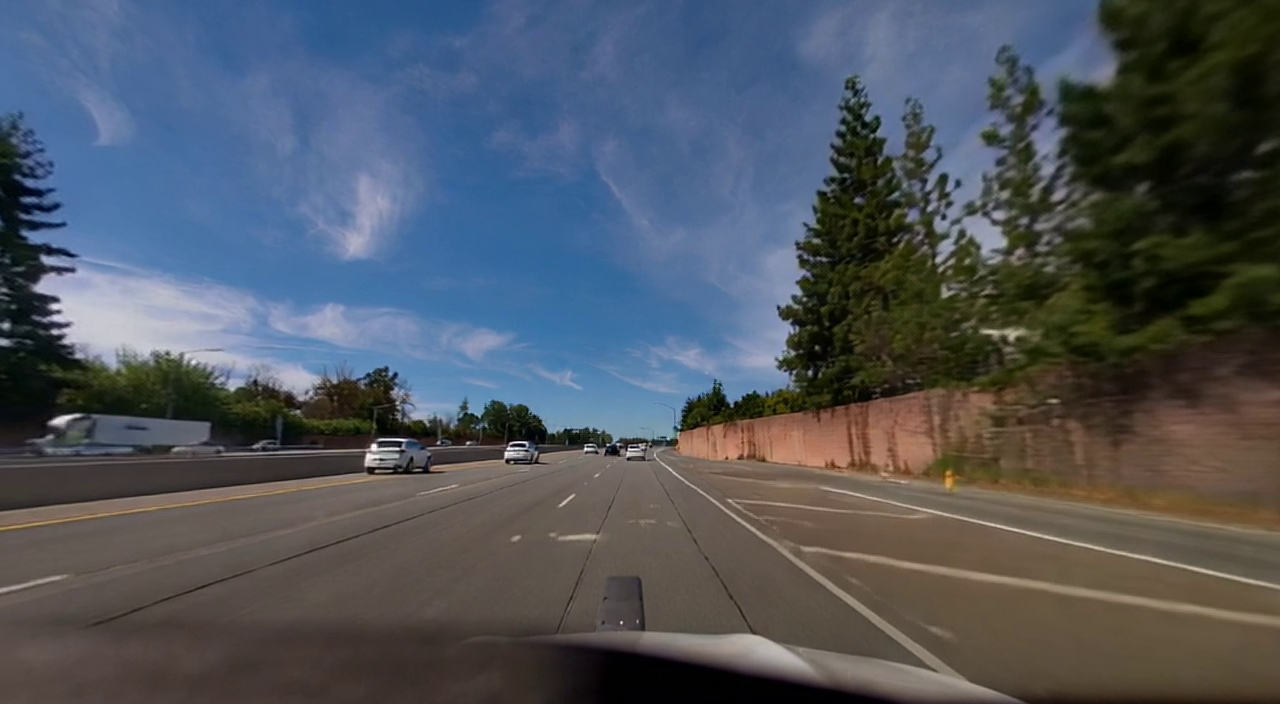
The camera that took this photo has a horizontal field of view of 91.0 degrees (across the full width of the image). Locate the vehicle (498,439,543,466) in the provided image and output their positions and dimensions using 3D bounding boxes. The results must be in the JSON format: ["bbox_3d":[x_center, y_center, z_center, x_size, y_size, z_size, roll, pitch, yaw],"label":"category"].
[{"bbox_3d":[-8.018,6.805,42.743,2.151,1.707,4.759,0,-9,0],"label":"vehicle"}]

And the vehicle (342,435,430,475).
[{"bbox_3d":[-11.370,4.643,28.592,2.025,1.618,4.683,1,-9,0],"label":"vehicle"}]
